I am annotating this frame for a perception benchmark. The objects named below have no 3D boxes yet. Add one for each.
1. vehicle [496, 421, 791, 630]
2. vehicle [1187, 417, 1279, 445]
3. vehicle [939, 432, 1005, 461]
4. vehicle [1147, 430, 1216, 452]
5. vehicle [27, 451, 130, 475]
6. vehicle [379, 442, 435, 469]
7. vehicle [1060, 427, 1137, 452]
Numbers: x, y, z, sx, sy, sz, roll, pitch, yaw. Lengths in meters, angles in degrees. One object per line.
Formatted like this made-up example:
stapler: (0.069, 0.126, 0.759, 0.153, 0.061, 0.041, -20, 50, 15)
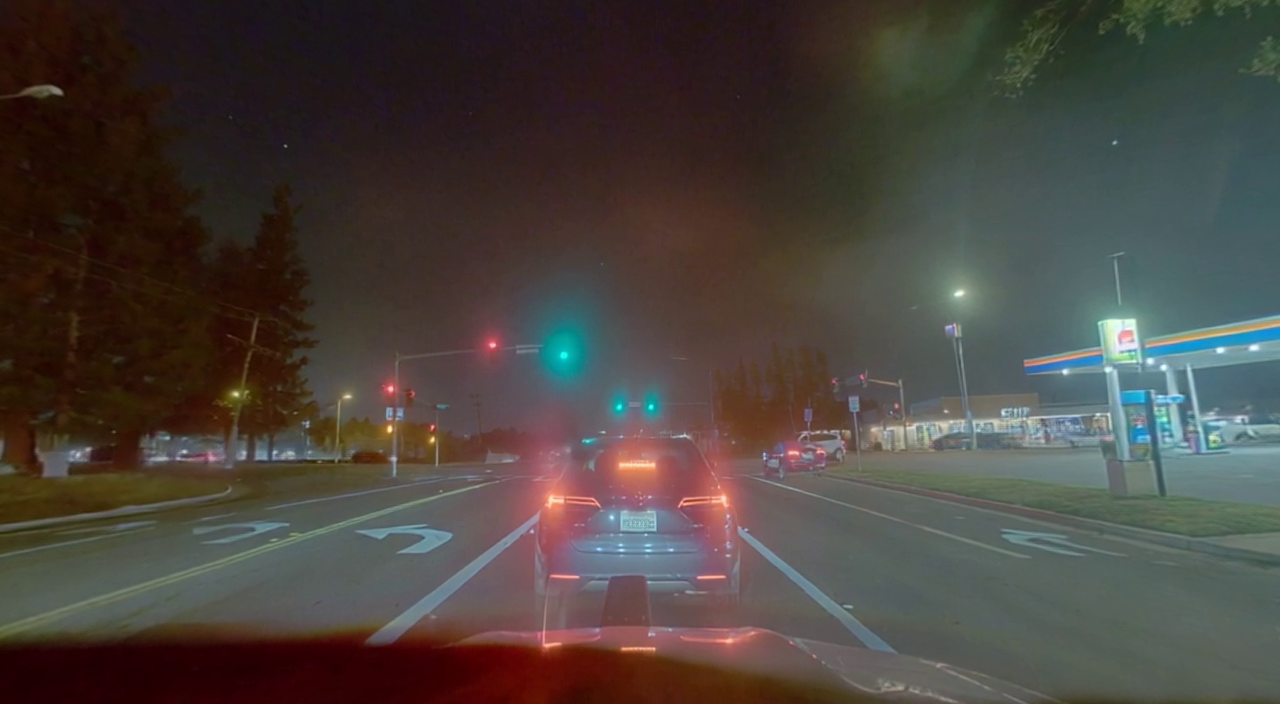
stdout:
vehicle: (0.014, 1.546, 6.621, 2.112, 1.482, 4.057, 0, -8, 0)
vehicle: (36.319, 4.862, 38.489, 1.848, 1.581, 4.475, 0, -8, 2)
vehicle: (18.391, 5.238, 34.846, 2.053, 1.495, 4.091, -8, -12, 44)
vehicle: (40.947, 6.725, 47.694, 3.573, 1.432, 1.604, -3, -8, 1)
vehicle: (-37.986, 7.477, 42.748, 1.889, 1.455, 4.813, -6, -10, 34)
vehicle: (-17.391, 7.685, 46.893, 4.660, 1.867, 2.019, -8, -11, 43)
vehicle: (34.770, 6.621, 47.865, 4.294, 1.557, 1.744, -4, -8, 1)
